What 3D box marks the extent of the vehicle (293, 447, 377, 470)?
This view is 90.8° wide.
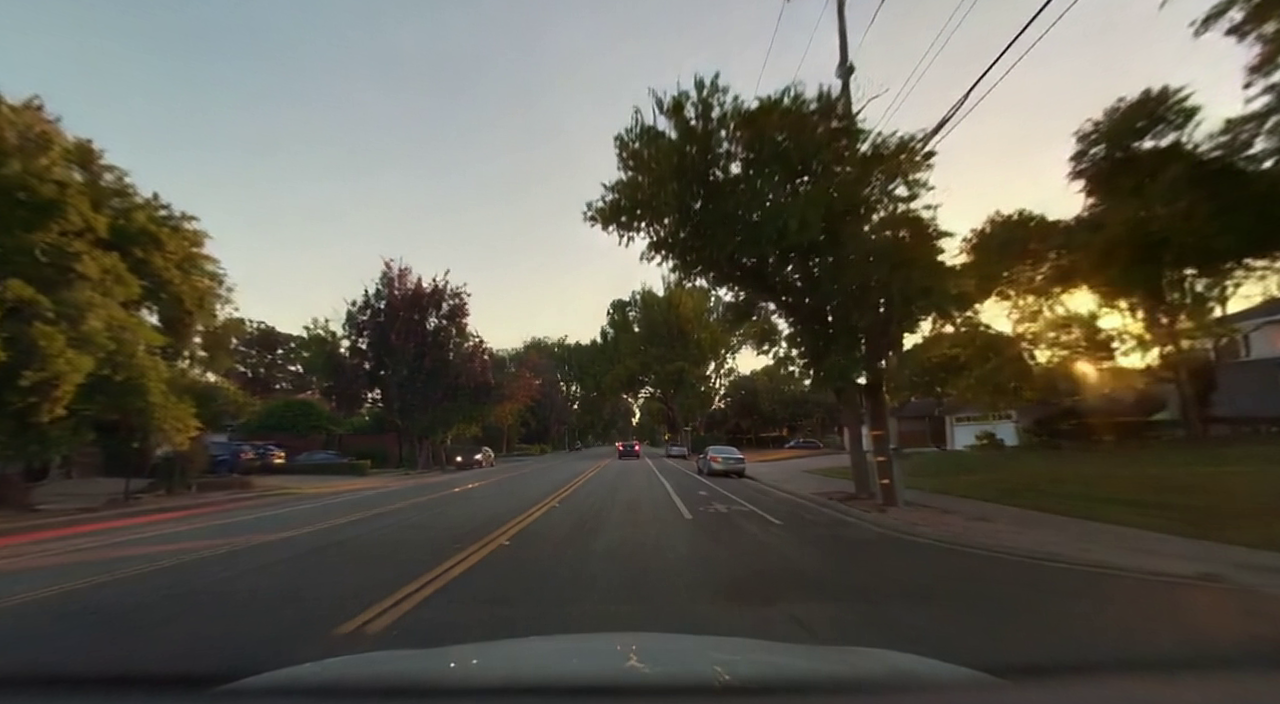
[{"bbox_3d":[-18.999,6.652,39.492,4.326,1.355,1.812,1,-8,-4],"label":"vehicle"}]

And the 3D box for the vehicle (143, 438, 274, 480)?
[{"bbox_3d":[-20.127,5.001,29.659,4.496,1.823,2.046,1,-8,-6],"label":"vehicle"}]

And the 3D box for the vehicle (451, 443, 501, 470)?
[{"bbox_3d":[-11.767,7.519,45.738,2.086,1.711,5.661,-3,-8,0],"label":"vehicle"}]

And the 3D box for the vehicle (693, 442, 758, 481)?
[{"bbox_3d":[3.567,4.676,27.266,2.014,1.498,4.484,1,-8,-3],"label":"vehicle"}]
